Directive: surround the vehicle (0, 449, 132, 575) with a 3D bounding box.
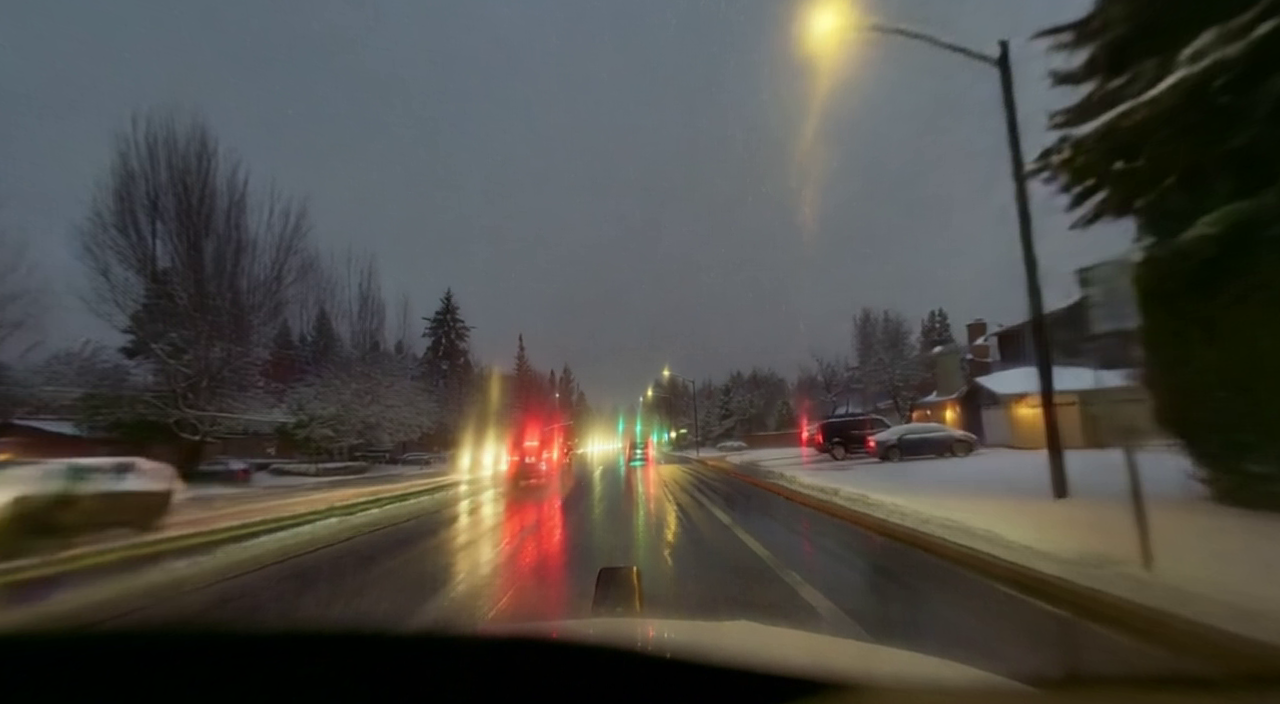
[{"bbox_3d":[-8.996,2.017,7.754,2.192,1.516,3.995,-2,-8,0],"label":"vehicle"}]

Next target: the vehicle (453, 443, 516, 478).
[{"bbox_3d":[-7.873,5.524,32.439,1.983,1.538,4.575,-3,-8,1],"label":"vehicle"}]

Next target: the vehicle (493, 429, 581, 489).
[{"bbox_3d":[-3.272,3.521,21.097,2.157,1.771,4.452,0,-8,0],"label":"vehicle"}]

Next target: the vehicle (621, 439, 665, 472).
[{"bbox_3d":[0.124,5.129,31.648,2.062,1.518,3.901,0,-8,0],"label":"vehicle"}]

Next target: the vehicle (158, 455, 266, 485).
[{"bbox_3d":[-22.775,6.282,33.749,4.370,1.496,1.887,0,-8,-3],"label":"vehicle"}]

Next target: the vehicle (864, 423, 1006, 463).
[{"bbox_3d":[11.339,3.544,24.532,4.573,1.461,1.867,0,-8,0],"label":"vehicle"}]
